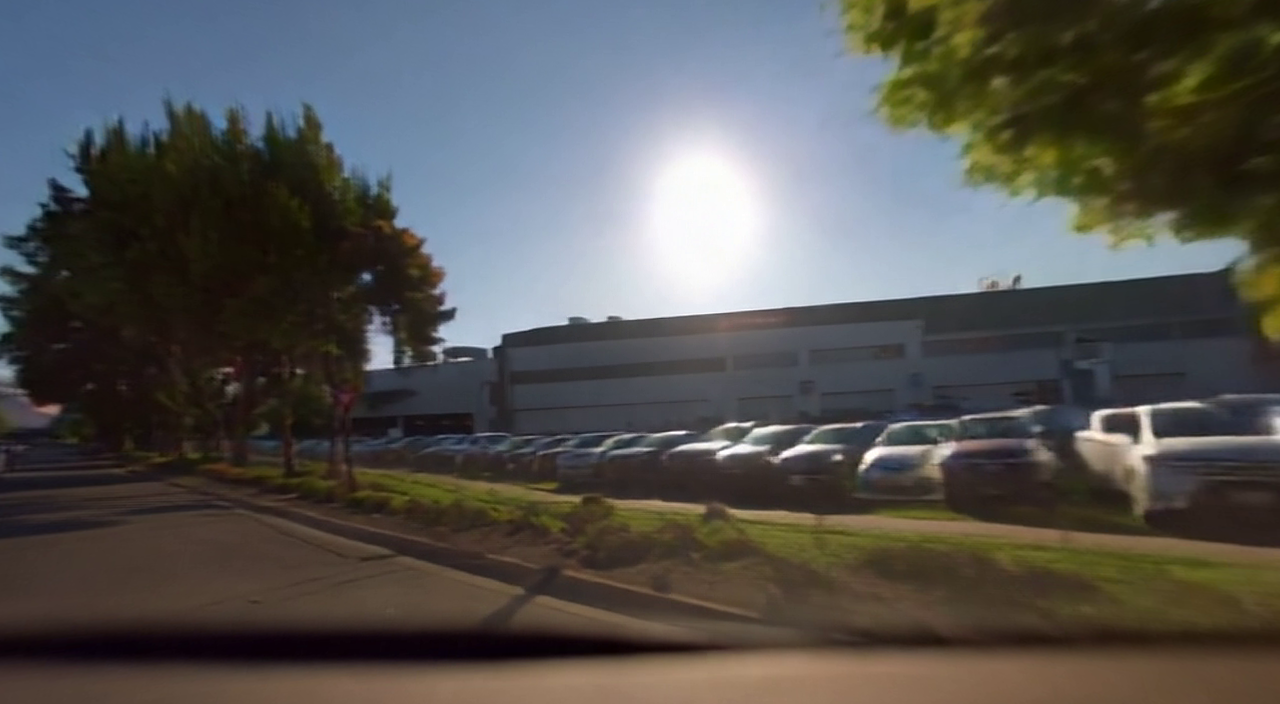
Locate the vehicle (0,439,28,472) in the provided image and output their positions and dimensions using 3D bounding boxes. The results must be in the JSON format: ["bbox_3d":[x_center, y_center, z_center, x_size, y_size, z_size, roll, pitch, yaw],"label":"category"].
[{"bbox_3d":[-39.869,6.552,39.388,2.161,1.843,5.181,3,-9,-45],"label":"vehicle"}]

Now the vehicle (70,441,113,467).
[{"bbox_3d":[-41.194,7.606,47.289,2.091,1.859,4.194,7,-10,-43],"label":"vehicle"}]

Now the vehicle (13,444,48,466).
[{"bbox_3d":[-48.133,8.076,49.780,1.773,1.535,3.979,5,-9,-42],"label":"vehicle"}]
